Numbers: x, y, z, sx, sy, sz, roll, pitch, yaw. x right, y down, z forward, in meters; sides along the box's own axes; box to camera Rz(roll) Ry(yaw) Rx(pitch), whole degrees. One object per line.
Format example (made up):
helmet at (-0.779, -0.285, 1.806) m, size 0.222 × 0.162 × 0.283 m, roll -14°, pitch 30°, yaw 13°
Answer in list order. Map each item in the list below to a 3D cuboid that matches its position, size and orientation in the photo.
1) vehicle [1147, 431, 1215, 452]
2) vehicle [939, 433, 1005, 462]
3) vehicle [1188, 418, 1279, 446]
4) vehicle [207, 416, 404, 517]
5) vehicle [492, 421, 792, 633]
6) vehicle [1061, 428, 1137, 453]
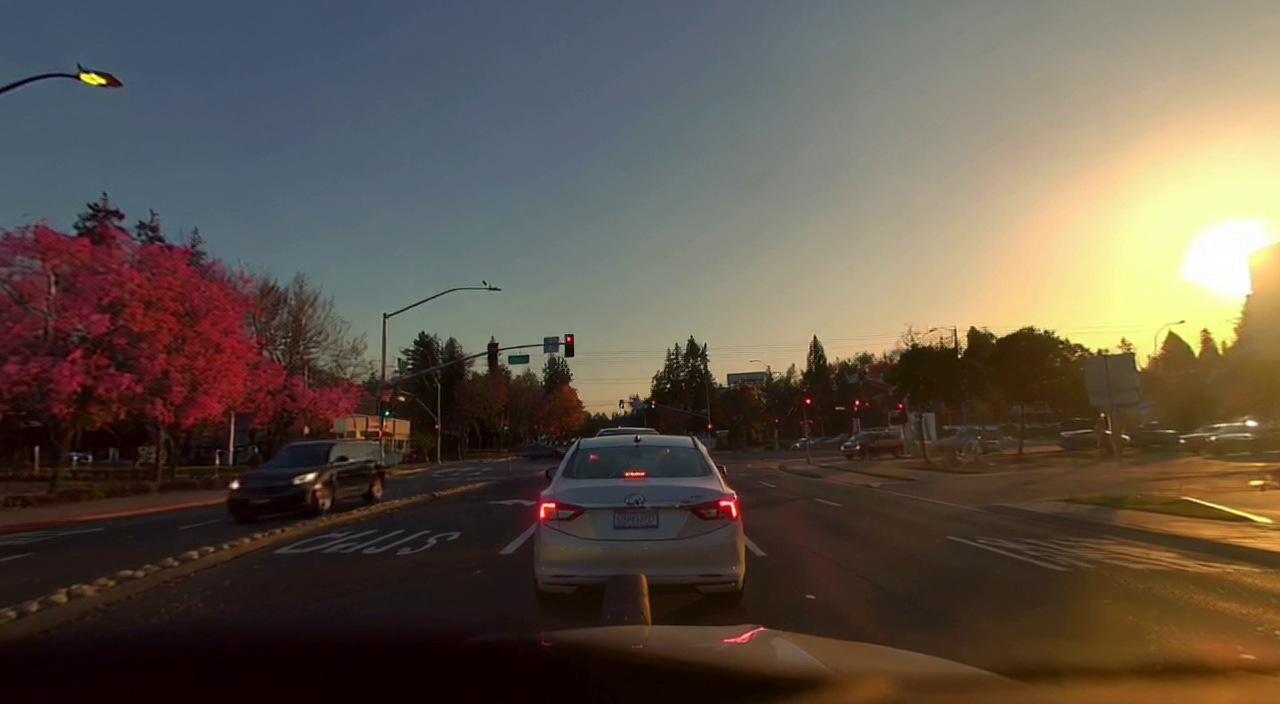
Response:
vehicle at (40.936, 6.764, 47.706) m, size 3.573 × 1.432 × 1.604 m, roll -3°, pitch -8°, yaw 1°
vehicle at (18.380, 5.287, 34.848) m, size 2.053 × 1.495 × 4.091 m, roll -8°, pitch -12°, yaw 44°
vehicle at (36.315, 4.914, 38.457) m, size 1.848 × 1.581 × 4.475 m, roll -1°, pitch -8°, yaw 3°
vehicle at (-8.008, 2.781, 15.905) m, size 2.378 × 2.084 × 5.225 m, roll 0°, pitch -8°, yaw -4°
vehicle at (-0.002, 1.545, 6.560) m, size 2.112 × 1.482 × 4.057 m, roll 0°, pitch -8°, yaw 0°
vehicle at (34.787, 6.707, 47.837) m, size 4.294 × 1.557 × 1.744 m, roll -4°, pitch -7°, yaw 1°
